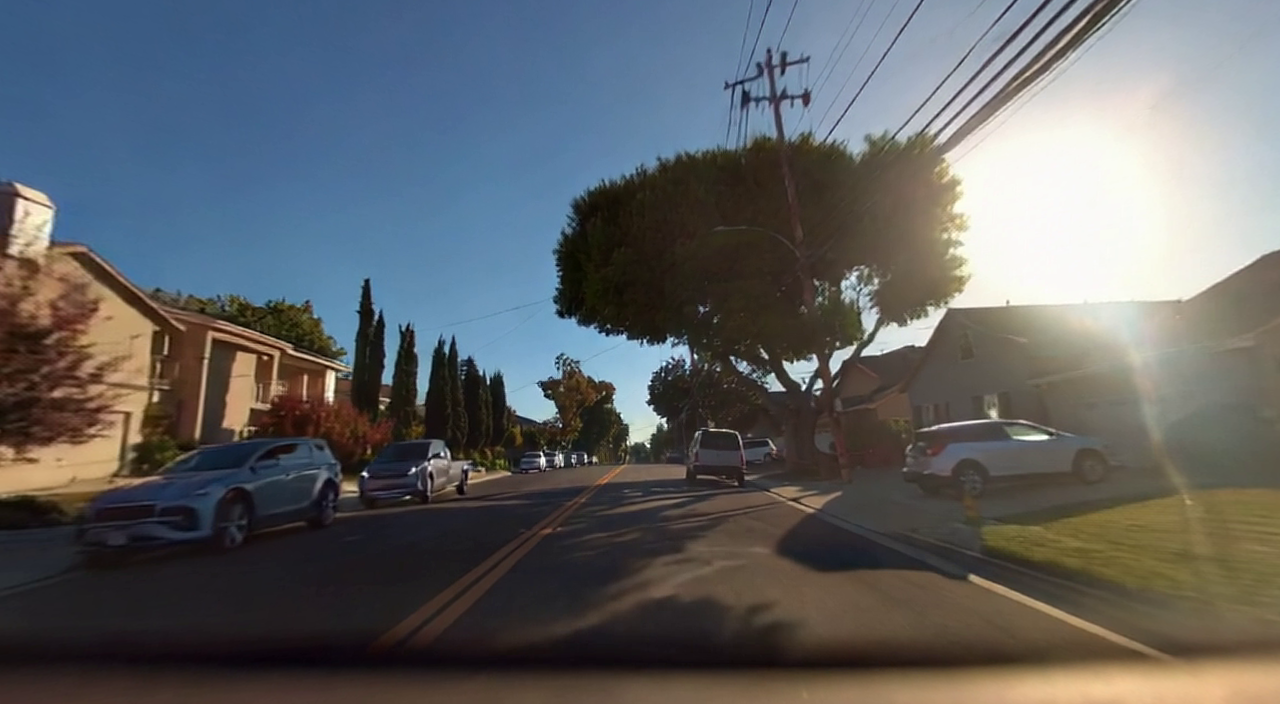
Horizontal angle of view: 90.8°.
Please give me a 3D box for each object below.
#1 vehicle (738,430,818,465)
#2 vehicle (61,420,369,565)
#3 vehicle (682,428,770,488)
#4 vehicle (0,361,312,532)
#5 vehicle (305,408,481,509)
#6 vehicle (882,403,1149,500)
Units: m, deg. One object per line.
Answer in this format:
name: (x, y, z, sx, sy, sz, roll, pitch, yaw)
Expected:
vehicle: (8.462, 5.938, 39.016, 4.421, 1.836, 1.956, -3, -12, 0)
vehicle: (-6.532, 2.290, 10.572, 2.046, 1.777, 4.473, -3, -11, 0)
vehicle: (3.021, 3.872, 23.554, 2.203, 1.952, 5.111, 0, -8, -4)
vehicle: (-11.498, 2.336, 16.071, 2.781, 3.221, 7.995, 1, -8, -6)
vehicle: (-6.421, 3.045, 17.514, 2.269, 2.229, 6.042, -3, -12, 2)
vehicle: (8.094, 2.254, 14.004, 4.489, 1.812, 2.056, -1, -13, -4)
